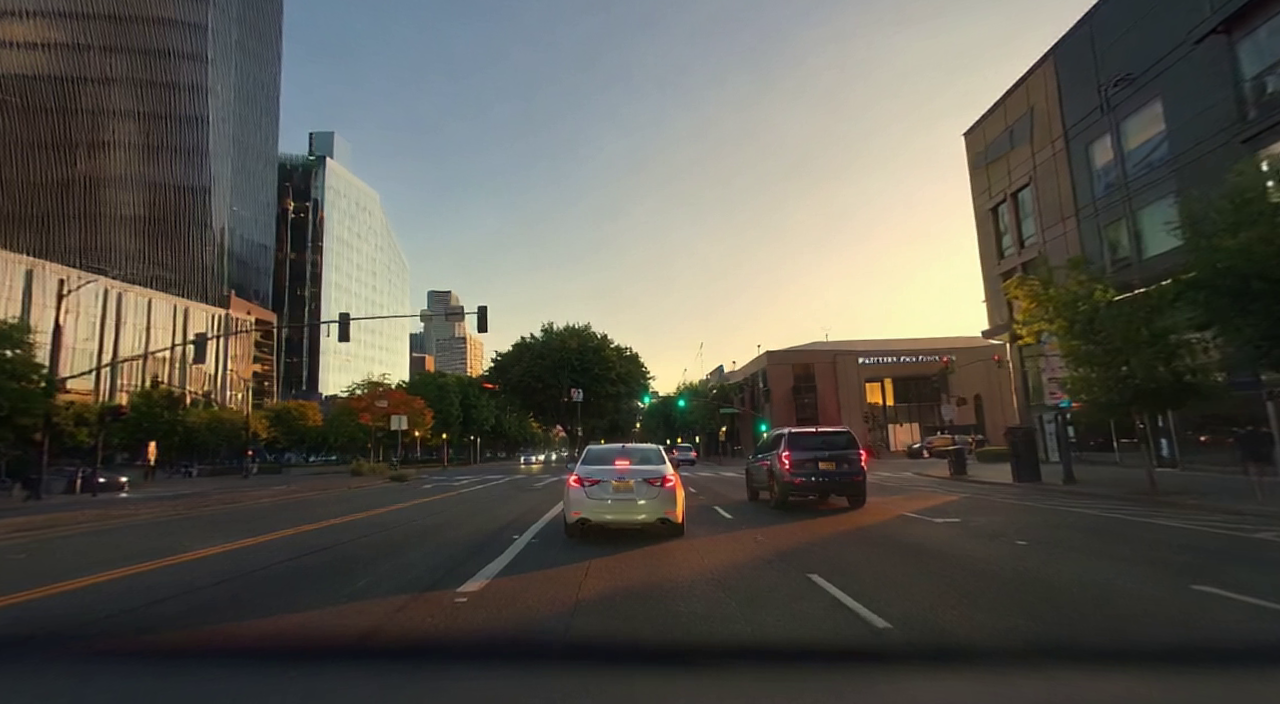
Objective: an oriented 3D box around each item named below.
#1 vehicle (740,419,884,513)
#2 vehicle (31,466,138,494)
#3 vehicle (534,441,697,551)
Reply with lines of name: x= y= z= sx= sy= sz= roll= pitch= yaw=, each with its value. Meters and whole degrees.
vehicle: x=3.665 y=2.488 z=14.379 sx=2.078 sy=1.799 sz=4.089 roll=0 pitch=-7 yaw=-1
vehicle: x=-34.804 y=8.018 z=39.688 sx=4.470 sy=1.556 sz=2.231 roll=1 pitch=-8 yaw=-3
vehicle: x=-0.358 y=2.188 z=10.376 sx=2.144 sy=1.398 sz=3.963 roll=0 pitch=-7 yaw=-1
